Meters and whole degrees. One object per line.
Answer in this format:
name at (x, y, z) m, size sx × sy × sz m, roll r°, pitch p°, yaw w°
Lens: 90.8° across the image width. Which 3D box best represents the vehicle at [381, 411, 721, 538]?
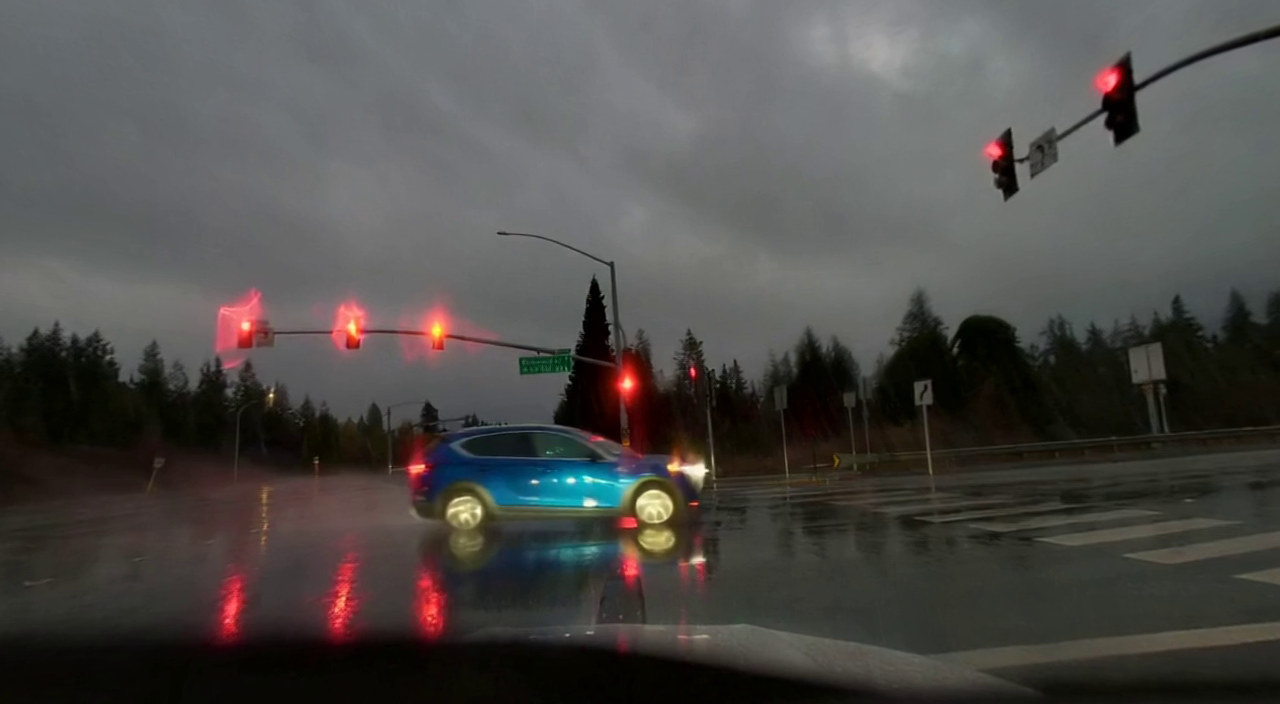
vehicle at (-1.291, 1.934, 10.280) m, size 4.881 × 1.807 × 2.135 m, roll 0°, pitch -8°, yaw -1°
